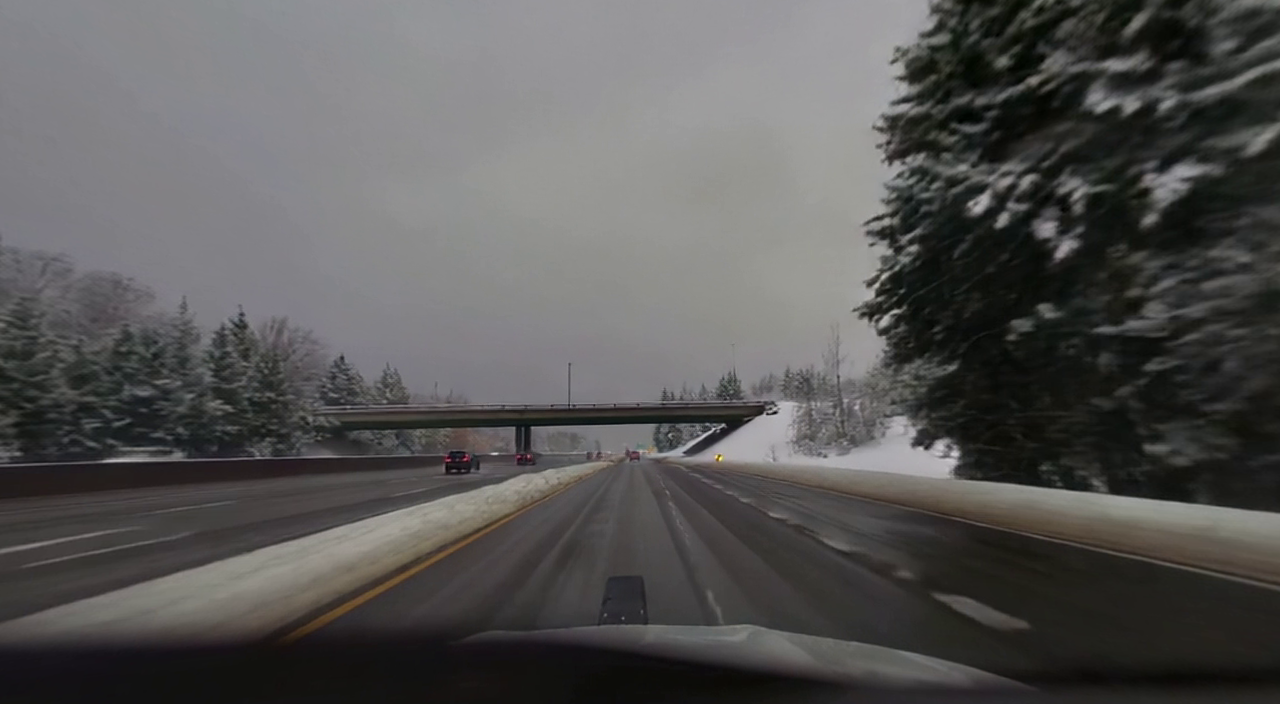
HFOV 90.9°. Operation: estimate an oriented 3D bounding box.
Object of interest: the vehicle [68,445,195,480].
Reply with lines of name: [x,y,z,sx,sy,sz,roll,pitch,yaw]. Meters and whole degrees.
vehicle: [-29.852,6.488,37.389,1.912,1.789,6.830,-2,-8,0]
